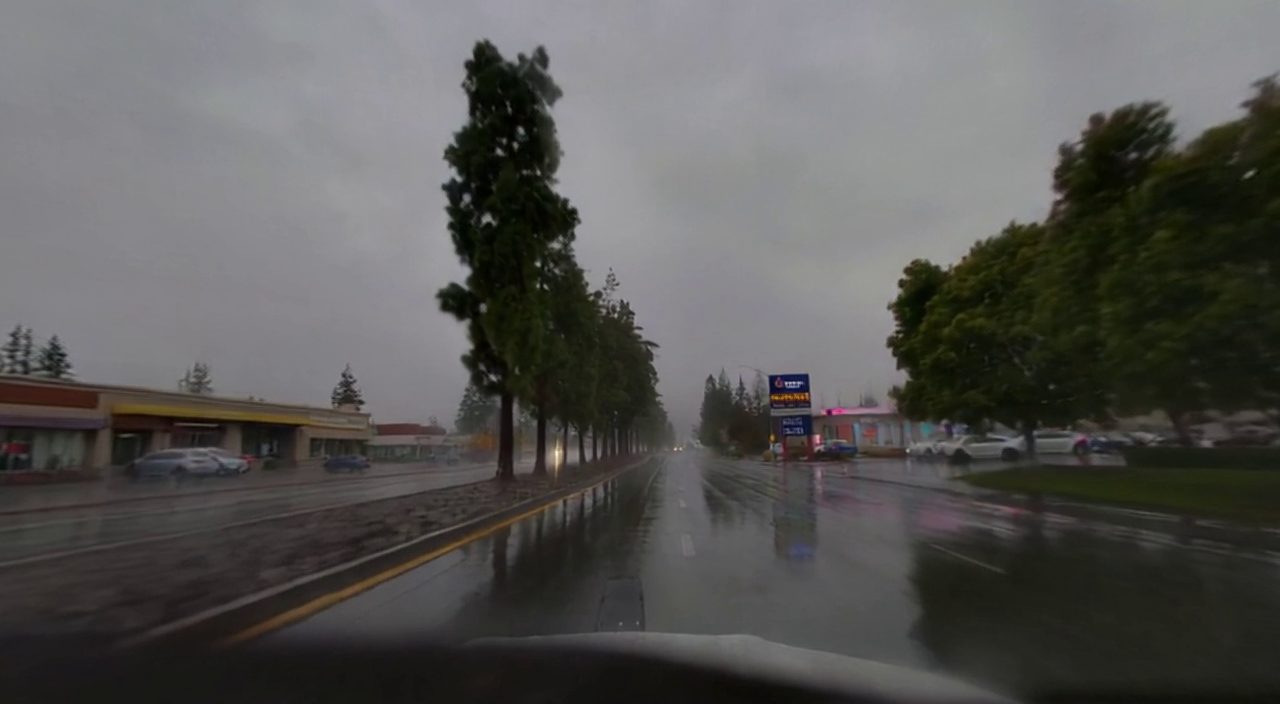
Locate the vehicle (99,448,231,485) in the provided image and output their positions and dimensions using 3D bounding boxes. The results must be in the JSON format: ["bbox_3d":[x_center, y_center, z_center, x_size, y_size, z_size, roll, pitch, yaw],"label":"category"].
[{"bbox_3d":[-27.373,6.572,36.638,2.139,1.987,5.536,-6,-11,32],"label":"vehicle"}]

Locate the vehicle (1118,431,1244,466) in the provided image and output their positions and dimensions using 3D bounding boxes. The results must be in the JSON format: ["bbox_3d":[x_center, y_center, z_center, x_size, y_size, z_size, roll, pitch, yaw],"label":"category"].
[{"bbox_3d":[27.844,5.045,32.810,2.129,1.652,5.150,-1,-9,3],"label":"vehicle"}]

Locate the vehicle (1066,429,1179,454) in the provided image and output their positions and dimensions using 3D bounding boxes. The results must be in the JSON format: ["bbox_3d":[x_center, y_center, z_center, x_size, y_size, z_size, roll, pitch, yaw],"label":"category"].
[{"bbox_3d":[35.283,6.608,46.334,6.073,1.758,2.439,-1,-9,5],"label":"vehicle"}]

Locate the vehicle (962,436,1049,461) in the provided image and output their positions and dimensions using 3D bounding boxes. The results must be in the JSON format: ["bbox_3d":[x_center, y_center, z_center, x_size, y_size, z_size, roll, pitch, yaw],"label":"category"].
[{"bbox_3d":[22.065,5.848,38.269,4.095,1.386,1.784,-1,-9,2],"label":"vehicle"}]
